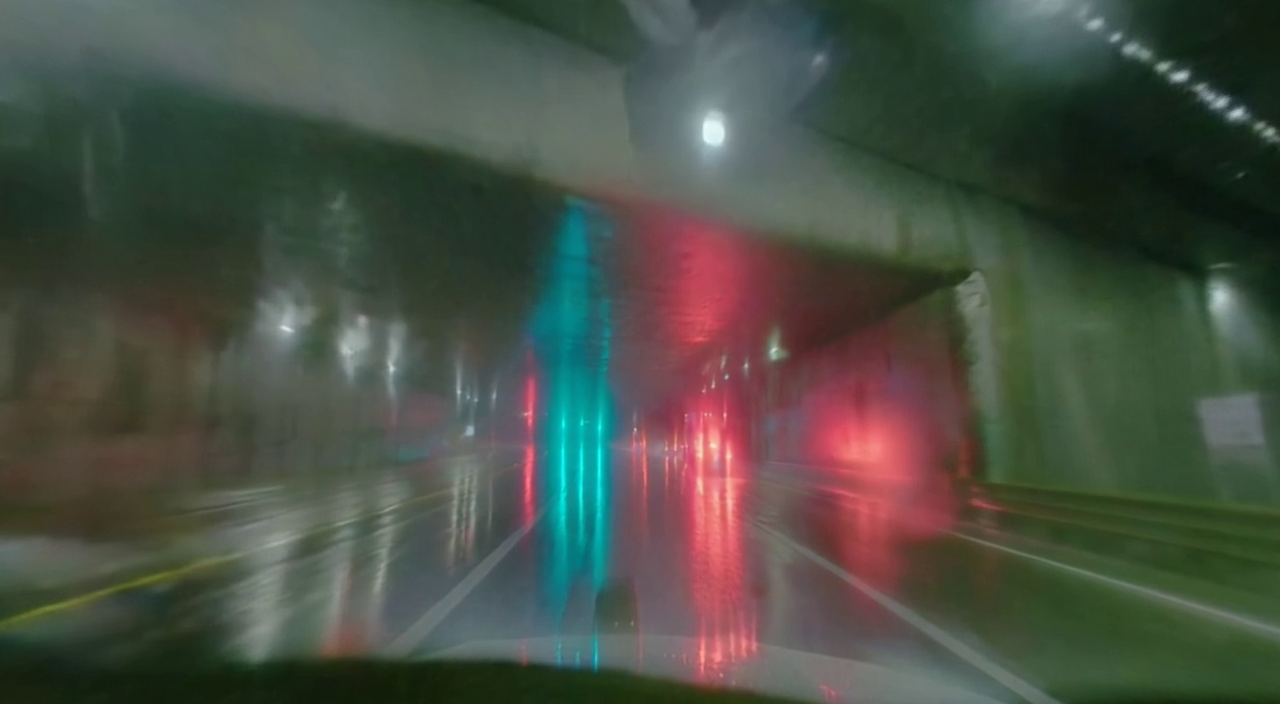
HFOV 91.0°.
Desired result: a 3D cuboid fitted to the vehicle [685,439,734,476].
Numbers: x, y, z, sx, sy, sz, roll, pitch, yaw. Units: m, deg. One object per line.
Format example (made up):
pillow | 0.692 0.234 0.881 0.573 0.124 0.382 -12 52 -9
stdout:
vehicle | 2.976 4.553 27.346 1.947 1.475 3.962 -1 -8 5
